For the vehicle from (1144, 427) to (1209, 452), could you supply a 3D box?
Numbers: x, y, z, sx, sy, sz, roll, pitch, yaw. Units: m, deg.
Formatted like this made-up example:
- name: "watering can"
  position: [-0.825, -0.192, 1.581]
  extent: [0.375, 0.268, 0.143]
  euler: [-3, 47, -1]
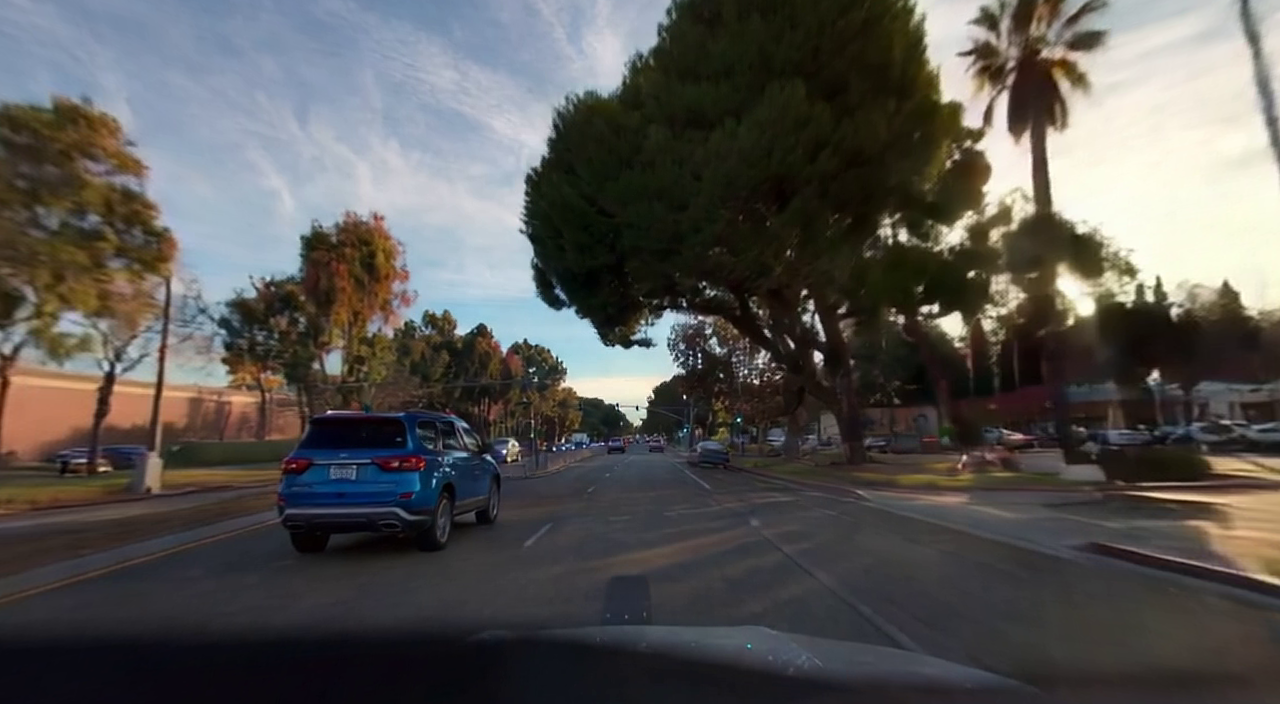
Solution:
- name: "vehicle"
  position: [36.774, 6.010, 43.336]
  extent: [1.982, 1.611, 4.314]
  euler: [-4, -9, 21]

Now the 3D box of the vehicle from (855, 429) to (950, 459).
- name: "vehicle"
  position: [15.352, 5.412, 36.997]
  extent: [4.705, 1.630, 1.887]
  euler: [-8, -11, 41]

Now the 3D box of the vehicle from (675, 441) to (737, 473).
- name: "vehicle"
  position: [3.256, 5.283, 31.952]
  extent: [1.919, 1.472, 4.470]
  euler: [1, -9, -10]

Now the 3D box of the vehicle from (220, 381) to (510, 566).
- name: "vehicle"
  position: [-3.449, 1.644, 9.162]
  extent: [2.152, 1.987, 4.527]
  euler: [0, -9, 0]

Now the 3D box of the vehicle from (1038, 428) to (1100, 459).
- name: "vehicle"
  position: [26.831, 5.762, 39.555]
  extent: [1.993, 1.806, 4.813]
  euler: [-3, -9, 20]

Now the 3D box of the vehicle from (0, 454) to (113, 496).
- name: "vehicle"
  position: [-25.586, 5.228, 26.980]
  extent: [4.238, 1.584, 1.949]
  euler: [3, -9, -28]
